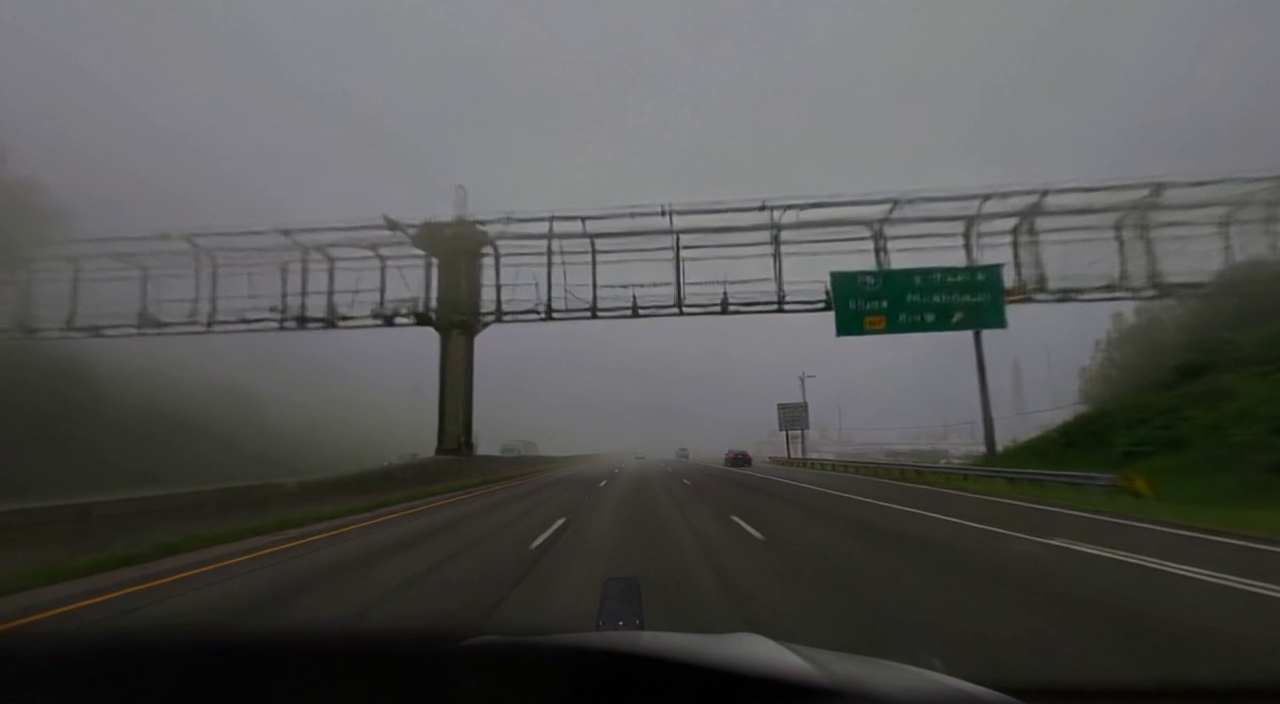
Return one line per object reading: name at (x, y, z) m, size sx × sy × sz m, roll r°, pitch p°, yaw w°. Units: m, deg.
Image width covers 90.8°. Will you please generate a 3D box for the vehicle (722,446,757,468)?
vehicle at (7.221, 7.653, 46.236) m, size 1.923 × 1.516 × 3.815 m, roll 0°, pitch -9°, yaw 0°
